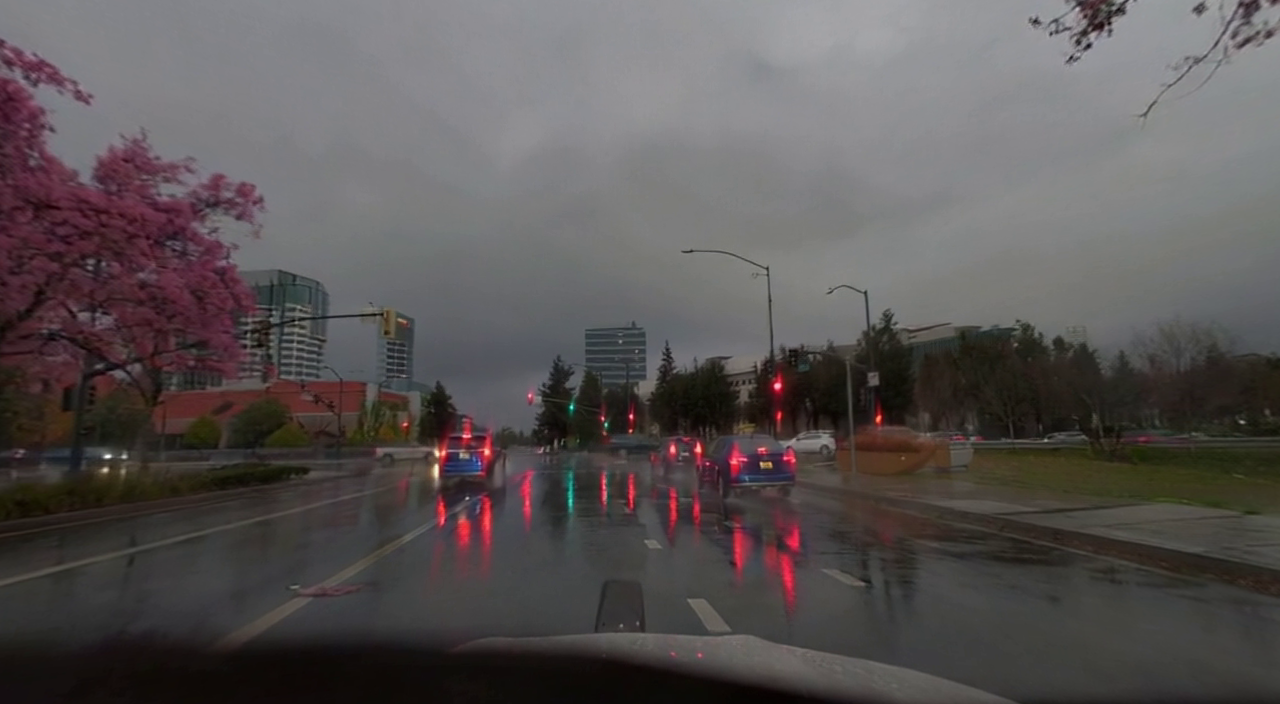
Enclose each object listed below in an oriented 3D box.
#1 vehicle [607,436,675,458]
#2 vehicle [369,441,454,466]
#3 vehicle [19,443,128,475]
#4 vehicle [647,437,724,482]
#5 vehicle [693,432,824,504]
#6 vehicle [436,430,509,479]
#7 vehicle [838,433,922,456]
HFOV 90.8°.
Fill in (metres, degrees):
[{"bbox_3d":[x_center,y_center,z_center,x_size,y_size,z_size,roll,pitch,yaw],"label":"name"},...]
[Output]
[{"bbox_3d":[0.011,6.615,43.899,4.549,1.439,1.794,1,-8,-6],"label":"vehicle"},{"bbox_3d":[-14.049,6.263,39.022,4.526,1.452,1.920,1,-8,-6],"label":"vehicle"},{"bbox_3d":[-32.785,6.178,36.651,4.263,1.769,1.870,1,-8,-6],"label":"vehicle"},{"bbox_3d":[1.515,3.822,22.778,2.007,1.466,4.291,1,-9,-6],"label":"vehicle"},{"bbox_3d":[2.733,2.797,15.703,2.019,1.518,4.285,1,-9,-6],"label":"vehicle"},{"bbox_3d":[-6.438,3.982,24.780,1.995,1.703,4.367,1,-8,-5],"label":"vehicle"},{"bbox_3d":[16.031,6.170,42.273,4.829,1.470,1.874,1,-8,-6],"label":"vehicle"}]
